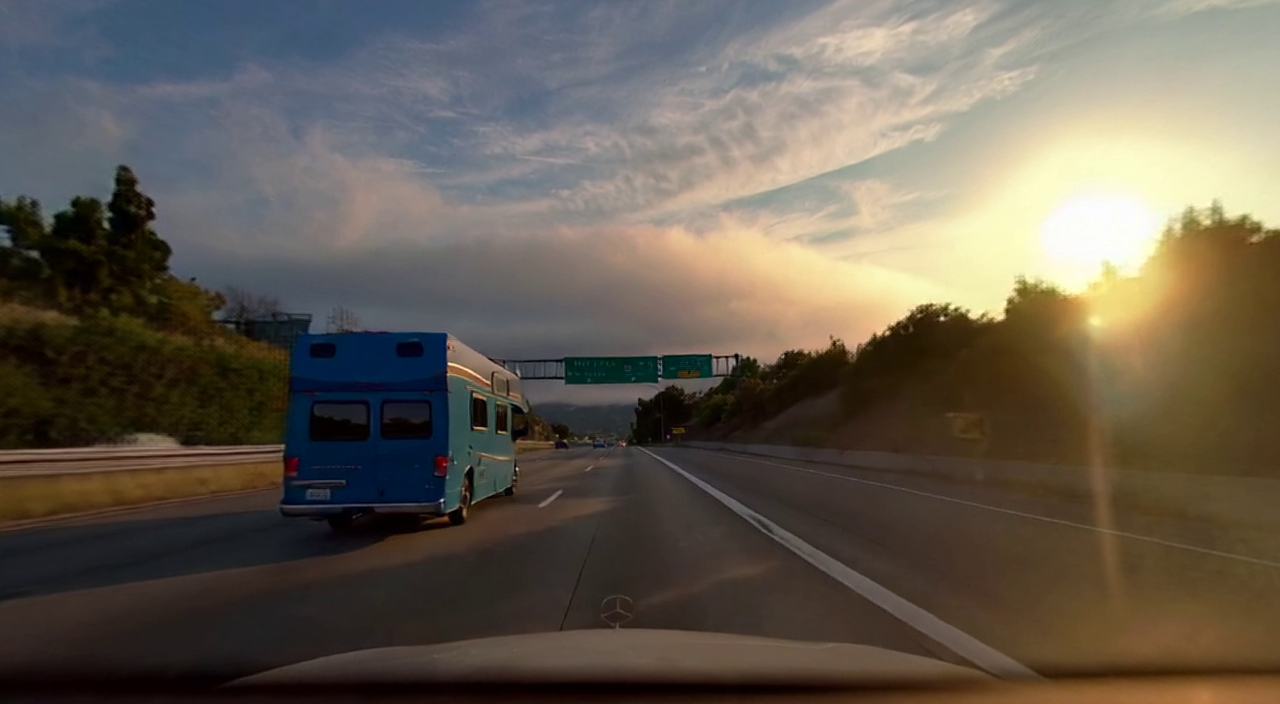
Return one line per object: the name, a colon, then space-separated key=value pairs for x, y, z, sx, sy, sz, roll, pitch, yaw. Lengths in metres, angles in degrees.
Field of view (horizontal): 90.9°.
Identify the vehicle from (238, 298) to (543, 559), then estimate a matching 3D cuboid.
vehicle: x=-3.747 y=1.383 z=11.777 sx=2.676 sy=3.269 sz=7.388 roll=-2 pitch=-7 yaw=0
